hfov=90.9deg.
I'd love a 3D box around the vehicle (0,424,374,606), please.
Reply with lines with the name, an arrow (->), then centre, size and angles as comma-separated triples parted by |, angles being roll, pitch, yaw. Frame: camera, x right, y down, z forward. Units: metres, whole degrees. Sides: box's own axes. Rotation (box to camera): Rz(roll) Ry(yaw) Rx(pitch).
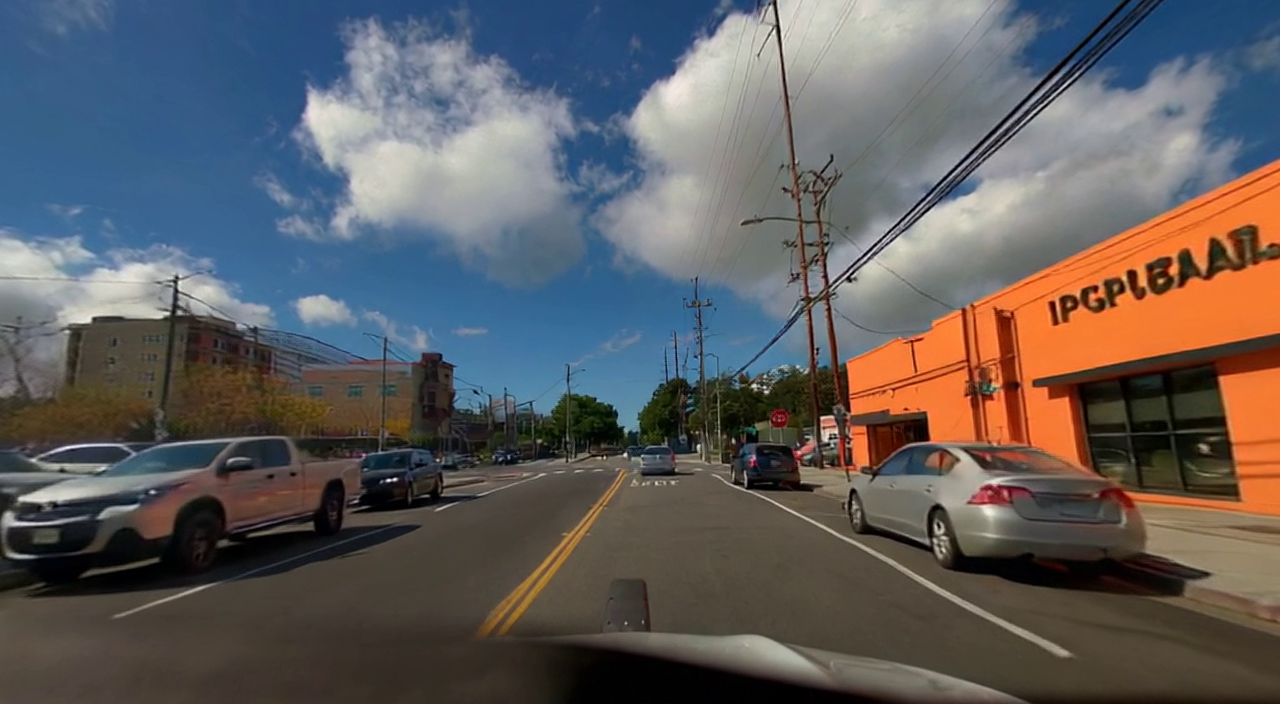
vehicle -> -5.885, 1.995, 8.869 | 2.146, 1.775, 5.117 | 0, -8, -2

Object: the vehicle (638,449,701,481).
vehicle -> 1.588, 5.685, 32.147 | 2.033, 1.464, 4.645 | -3, -9, 18

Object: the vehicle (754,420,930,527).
vehicle -> 4.069, 2.505, 13.756 | 2.178, 1.856, 4.756 | 2, -7, -1

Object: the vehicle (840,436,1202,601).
vehicle -> 4.135, 1.825, 7.964 | 1.840, 1.452, 4.517 | 0, -8, 2

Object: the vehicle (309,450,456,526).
vehicle -> -5.709, 3.011, 14.509 | 1.820, 1.482, 3.737 | 0, -8, -1
